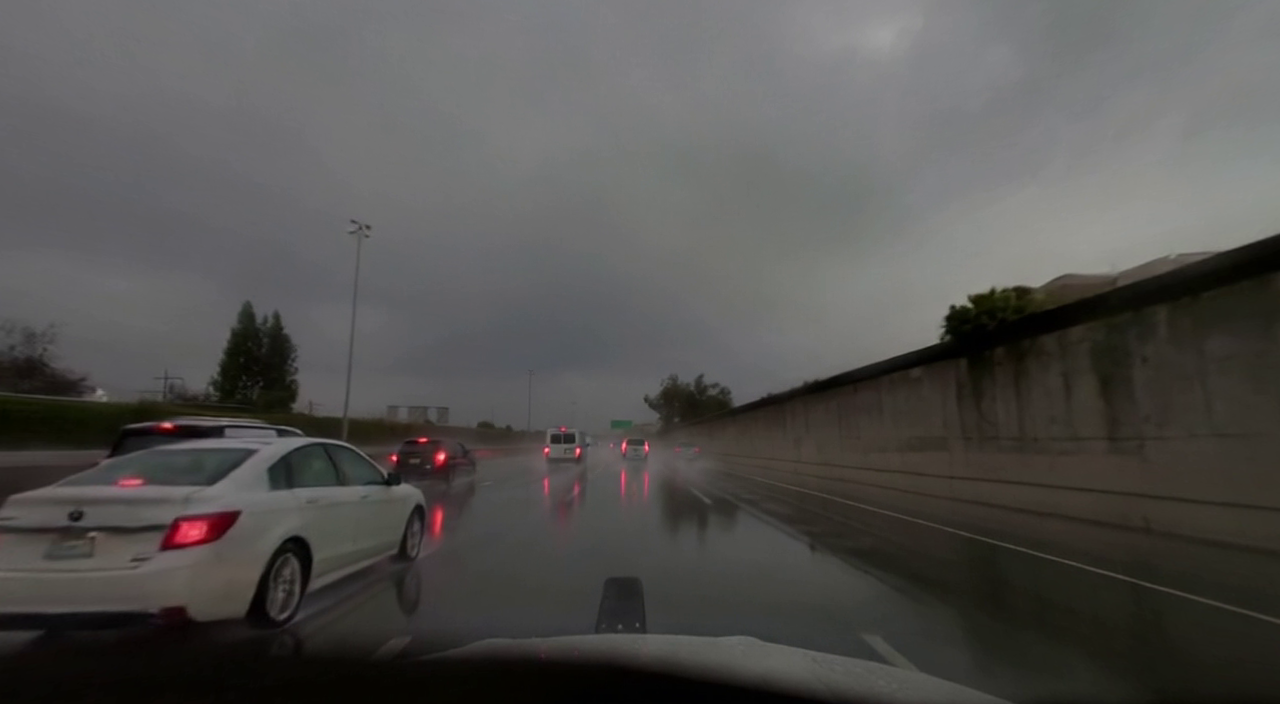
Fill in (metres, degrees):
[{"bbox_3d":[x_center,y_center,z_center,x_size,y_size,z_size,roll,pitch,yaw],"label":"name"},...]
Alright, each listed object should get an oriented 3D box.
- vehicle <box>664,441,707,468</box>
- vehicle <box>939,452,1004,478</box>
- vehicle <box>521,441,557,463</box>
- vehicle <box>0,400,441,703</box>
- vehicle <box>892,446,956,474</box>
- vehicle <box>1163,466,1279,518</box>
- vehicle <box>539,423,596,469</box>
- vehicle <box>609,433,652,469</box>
[{"bbox_3d":[2.701,6.205,38.309,2.127,1.513,4.501,0,-9,-2],"label":"vehicle"},{"bbox_3d":[20.818,7.114,39.768,1.789,1.531,3.983,1,-9,-2],"label":"vehicle"},{"bbox_3d":[-7.264,7.217,45.573,1.902,1.470,3.851,0,-9,0],"label":"vehicle"},{"bbox_3d":[-3.320,1.306,5.157,1.963,1.507,4.172,0,-9,1],"label":"vehicle"},{"bbox_3d":[20.685,7.848,46.073,2.083,1.873,5.209,0,-9,-2],"label":"vehicle"},{"bbox_3d":[20.957,4.748,21.704,1.896,1.474,4.502,0,-9,-1],"label":"vehicle"},{"bbox_3d":[-3.828,5.178,34.663,2.504,2.276,5.933,0,-9,-1],"label":"vehicle"},{"bbox_3d":[-0.512,5.460,34.776,2.207,1.807,4.199,0,-9,-1],"label":"vehicle"}]
